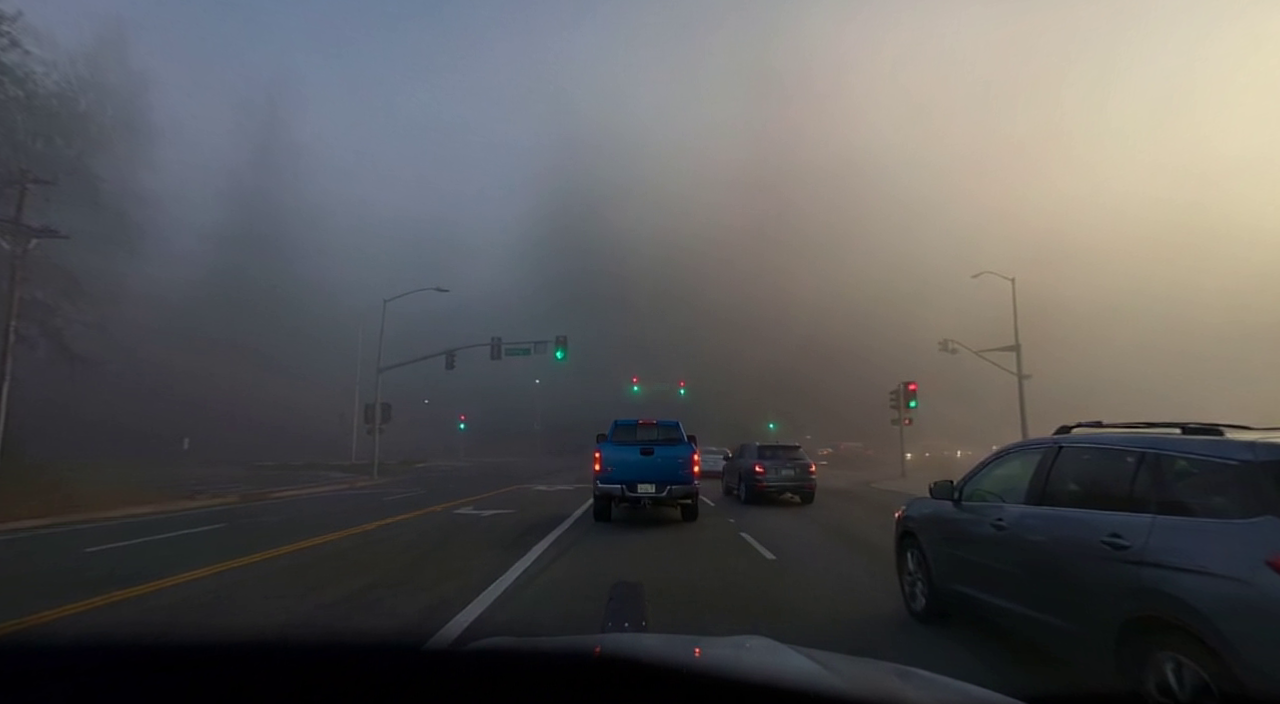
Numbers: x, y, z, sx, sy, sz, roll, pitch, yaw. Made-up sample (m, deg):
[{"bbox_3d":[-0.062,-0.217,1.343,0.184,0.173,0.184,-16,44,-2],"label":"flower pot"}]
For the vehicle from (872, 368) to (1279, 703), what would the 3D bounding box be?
[{"bbox_3d":[3.280,1.064,3.288,2.155,1.667,5.162,0,-8,0],"label":"vehicle"}]

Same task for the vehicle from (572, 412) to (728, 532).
[{"bbox_3d":[0.149,2.440,13.461,2.636,2.011,5.425,0,-8,0],"label":"vehicle"}]

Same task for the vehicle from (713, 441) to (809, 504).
[{"bbox_3d":[3.434,3.510,18.822,1.957,1.646,4.355,0,-8,0],"label":"vehicle"}]

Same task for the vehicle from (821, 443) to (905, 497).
[{"bbox_3d":[8.176,4.319,23.595,2.080,1.805,4.490,-1,-9,8],"label":"vehicle"}]
